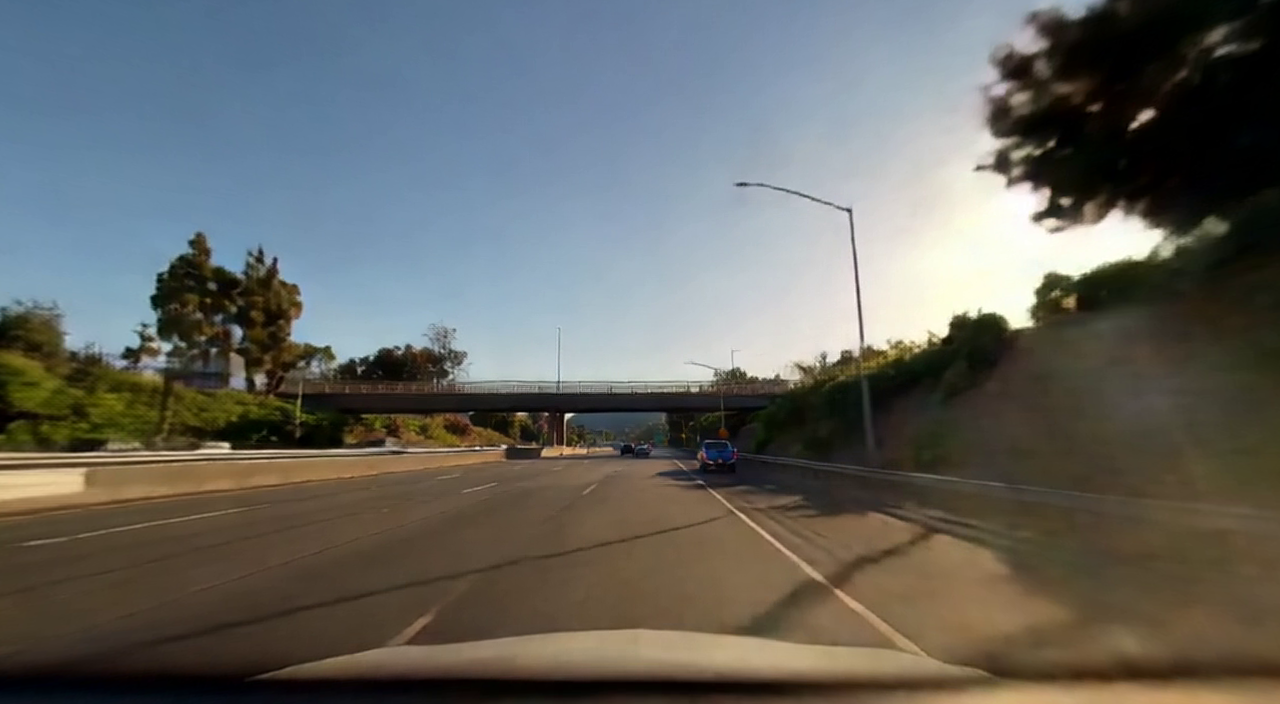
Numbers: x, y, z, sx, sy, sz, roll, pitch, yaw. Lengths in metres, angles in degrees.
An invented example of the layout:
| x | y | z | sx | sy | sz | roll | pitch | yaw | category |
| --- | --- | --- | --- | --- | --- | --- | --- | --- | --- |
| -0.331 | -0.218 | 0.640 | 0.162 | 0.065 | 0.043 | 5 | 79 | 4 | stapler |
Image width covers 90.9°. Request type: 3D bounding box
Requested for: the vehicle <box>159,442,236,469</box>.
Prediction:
| x | y | z | sx | sy | sz | roll | pitch | yaw | category |
| --- | --- | --- | --- | --- | --- | --- | --- | --- | --- |
| -24.248 | 5.656 | 34.711 | 1.588 | 1.402 | 3.523 | 0 | -8 | 2 | vehicle |

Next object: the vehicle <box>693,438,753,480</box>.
| x | y | z | sx | sy | sz | roll | pitch | yaw | category |
| --- | --- | --- | --- | --- | --- | --- | --- | --- | --- |
| 3.481 | 4.575 | 27.402 | 2.010 | 1.637 | 4.940 | 0 | -8 | 1 | vehicle |

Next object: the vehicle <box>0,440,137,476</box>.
| x | y | z | sx | sy | sz | roll | pitch | yaw | category |
| --- | --- | --- | --- | --- | --- | --- | --- | --- | --- |
| -27.559 | 5.069 | 30.543 | 1.974 | 1.576 | 5.230 | 0 | -8 | 1 | vehicle |

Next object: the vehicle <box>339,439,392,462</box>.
| x | y | z | sx | sy | sz | roll | pitch | yaw | category |
| --- | --- | --- | --- | --- | --- | --- | --- | --- | --- |
| -20.164 | 7.266 | 46.546 | 1.855 | 1.628 | 4.049 | -1 | -8 | 3 | vehicle |
